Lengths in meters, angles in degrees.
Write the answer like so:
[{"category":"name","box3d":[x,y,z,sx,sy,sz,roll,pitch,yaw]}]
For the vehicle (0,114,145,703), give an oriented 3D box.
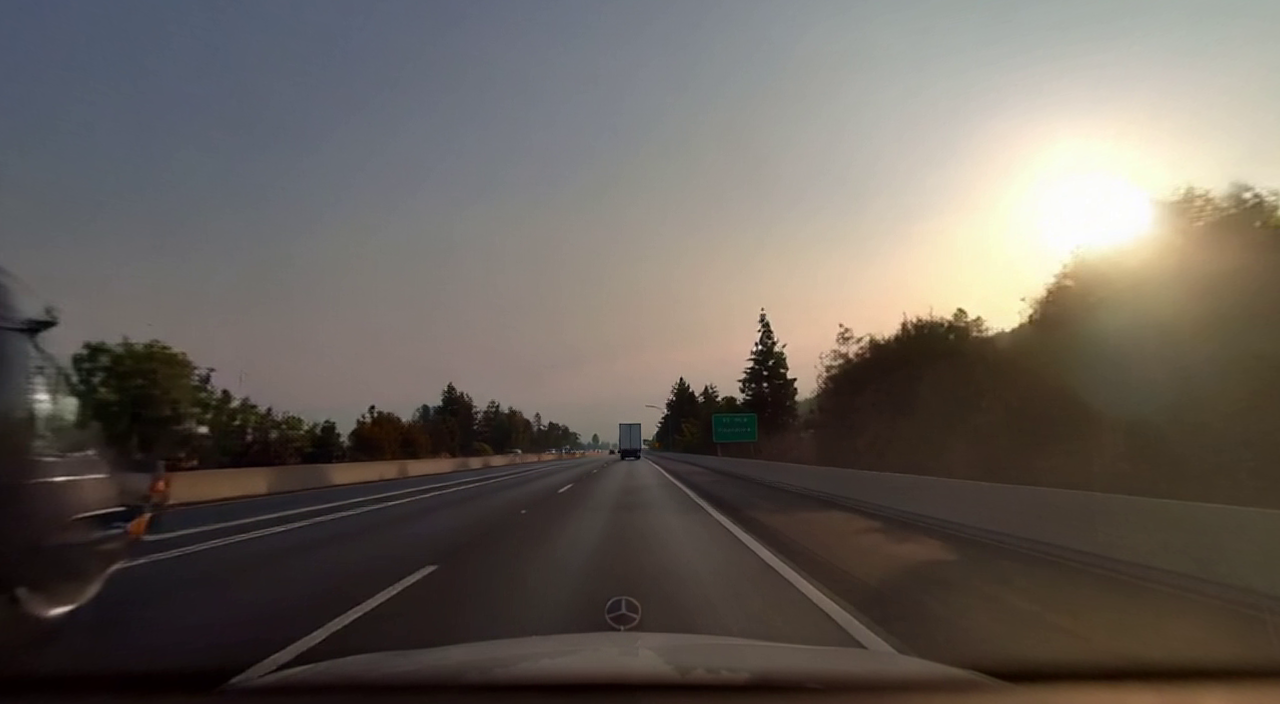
[{"category":"vehicle","box3d":[-4.204,-0.086,0.514,2.368,2.813,6.329,0,-9,0]}]
